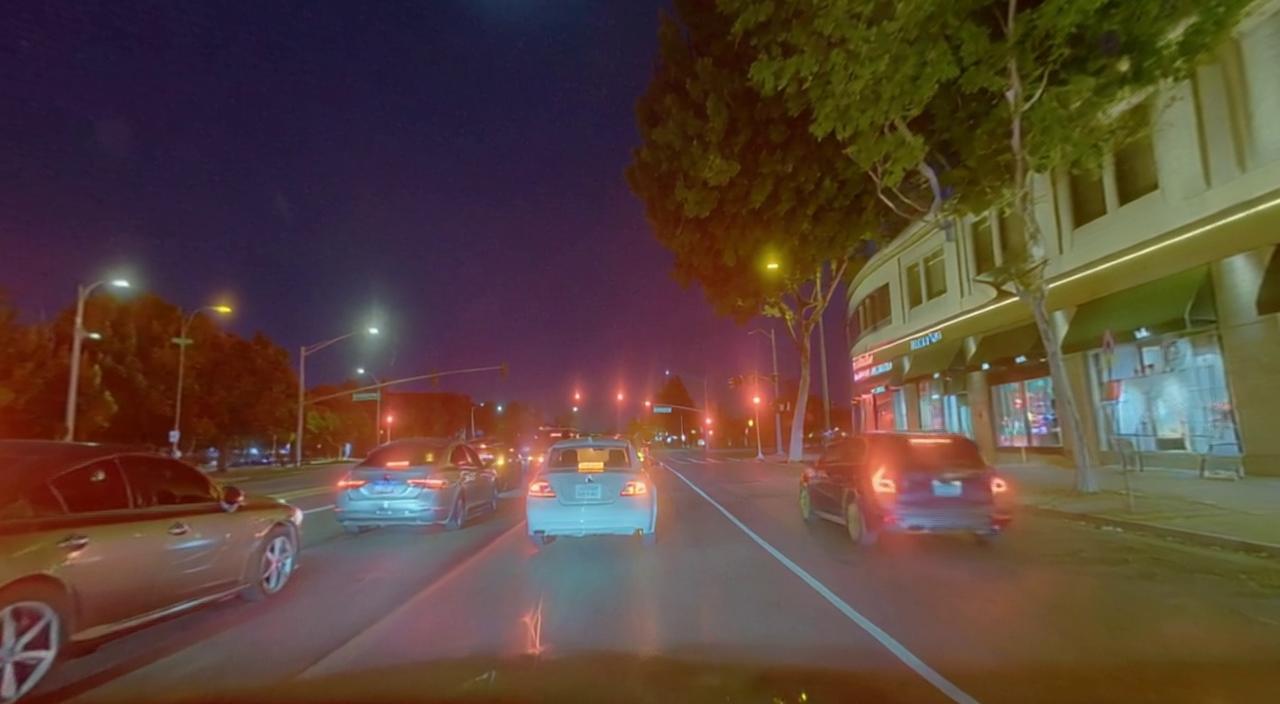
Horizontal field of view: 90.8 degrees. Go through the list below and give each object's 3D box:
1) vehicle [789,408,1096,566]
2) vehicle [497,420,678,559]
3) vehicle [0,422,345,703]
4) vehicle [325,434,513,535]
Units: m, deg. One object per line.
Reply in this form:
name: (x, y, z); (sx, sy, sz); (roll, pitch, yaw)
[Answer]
vehicle: (3.731, 1.757, 8.920); (2.097, 1.651, 4.300); (0, -9, -1)
vehicle: (-0.615, 1.855, 9.174); (2.042, 1.555, 3.912); (0, -9, -1)
vehicle: (-4.127, 1.271, 4.343); (2.020, 1.457, 4.496); (0, -9, 0)
vehicle: (-3.730, 2.300, 11.570); (1.950, 1.487, 4.130); (0, -9, 0)
